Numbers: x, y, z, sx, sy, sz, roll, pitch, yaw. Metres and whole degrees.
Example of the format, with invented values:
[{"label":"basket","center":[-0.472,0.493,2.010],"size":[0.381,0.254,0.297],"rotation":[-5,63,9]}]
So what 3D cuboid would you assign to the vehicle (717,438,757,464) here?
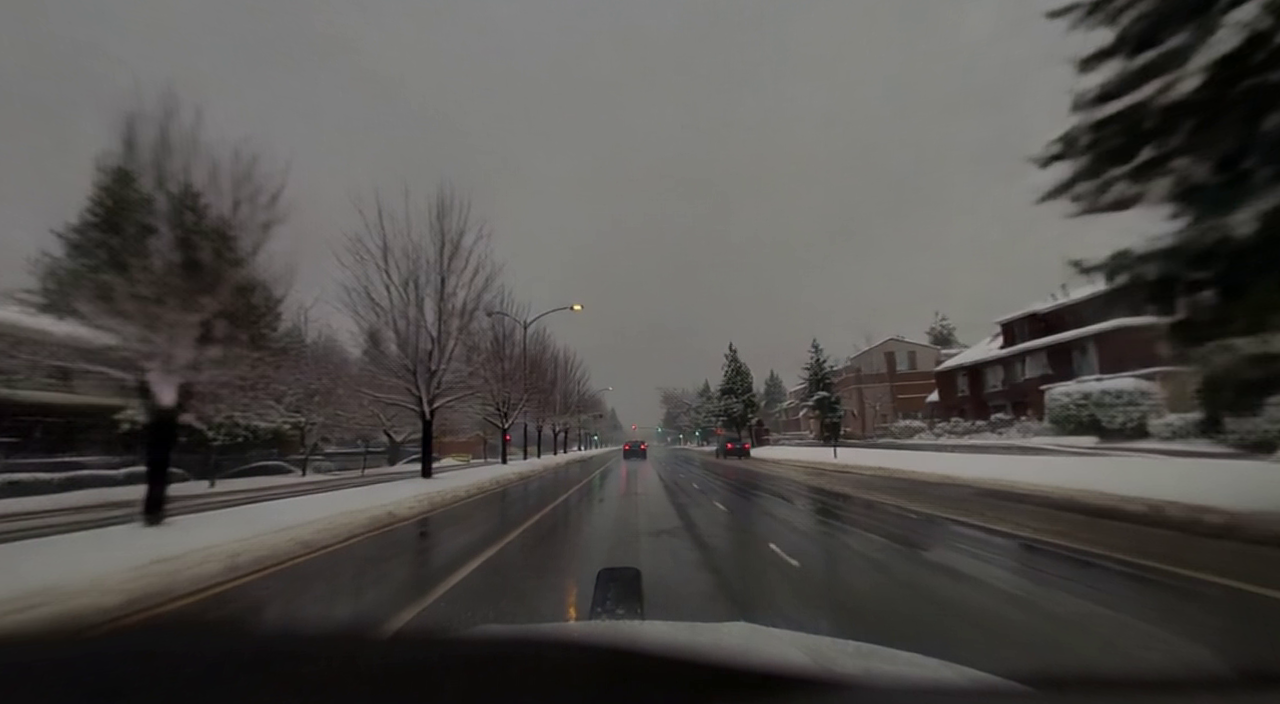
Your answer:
[{"label":"vehicle","center":[6.767,7.005,44.668],"size":[2.011,1.710,4.357],"rotation":[0,-9,-1]}]
